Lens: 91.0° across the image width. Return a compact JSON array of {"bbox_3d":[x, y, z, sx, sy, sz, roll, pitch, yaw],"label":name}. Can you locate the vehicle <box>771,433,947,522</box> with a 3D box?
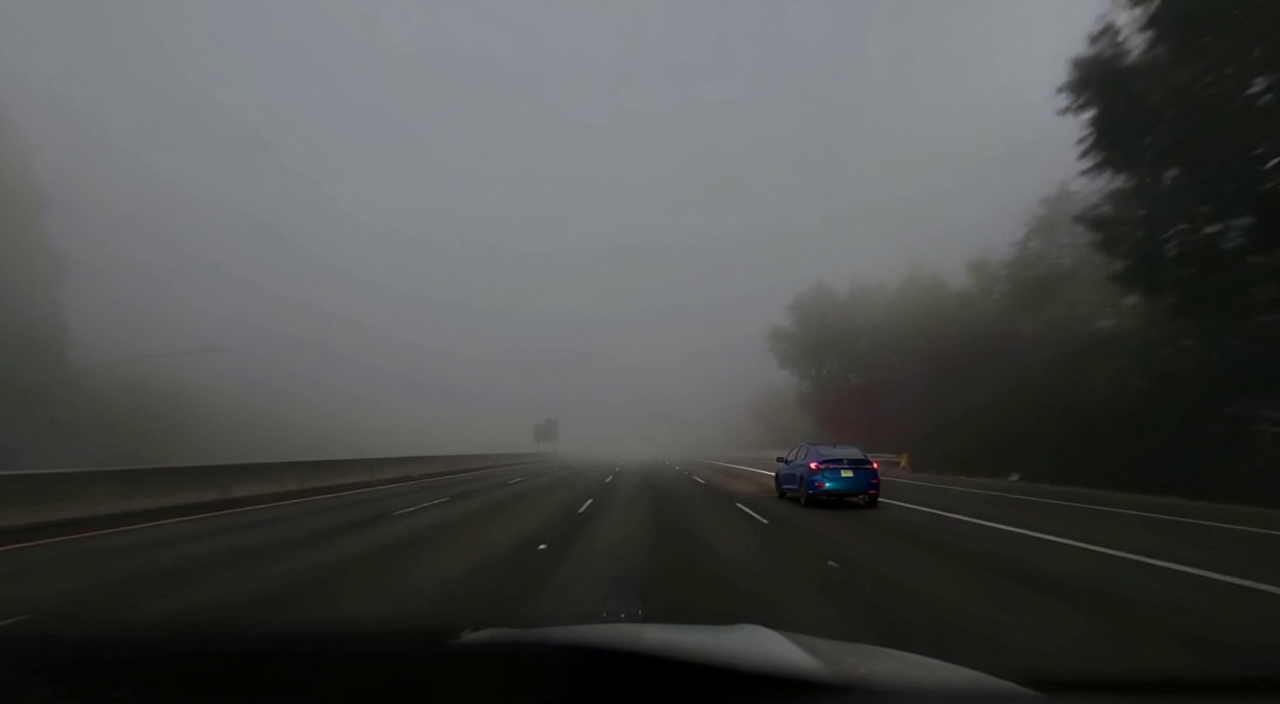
[{"bbox_3d":[4.202,2.481,12.999,2.033,1.501,4.398,0,-9,0],"label":"vehicle"}]
